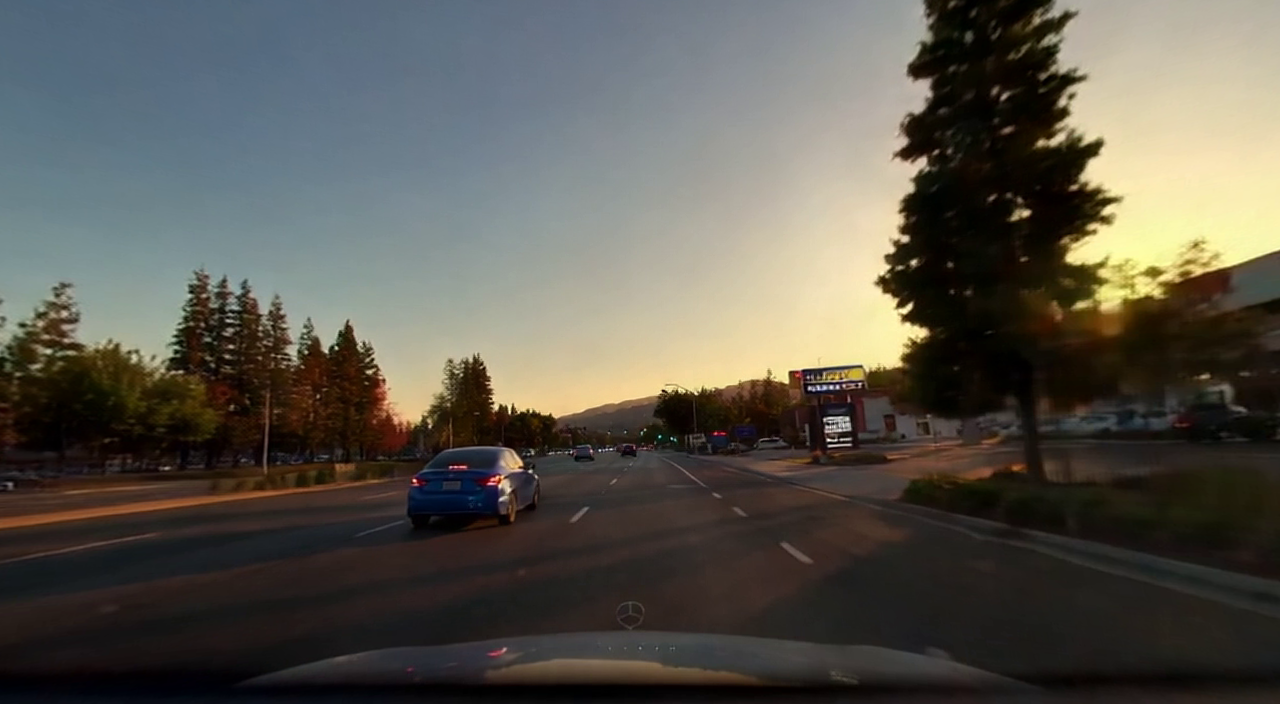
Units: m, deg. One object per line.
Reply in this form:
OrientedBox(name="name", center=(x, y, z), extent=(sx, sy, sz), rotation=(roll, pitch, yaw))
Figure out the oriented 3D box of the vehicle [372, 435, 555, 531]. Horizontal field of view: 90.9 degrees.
OrientedBox(name="vehicle", center=(-3.068, 2.389, 12.123), extent=(2.152, 1.479, 4.394), rotation=(0, -9, 2))
